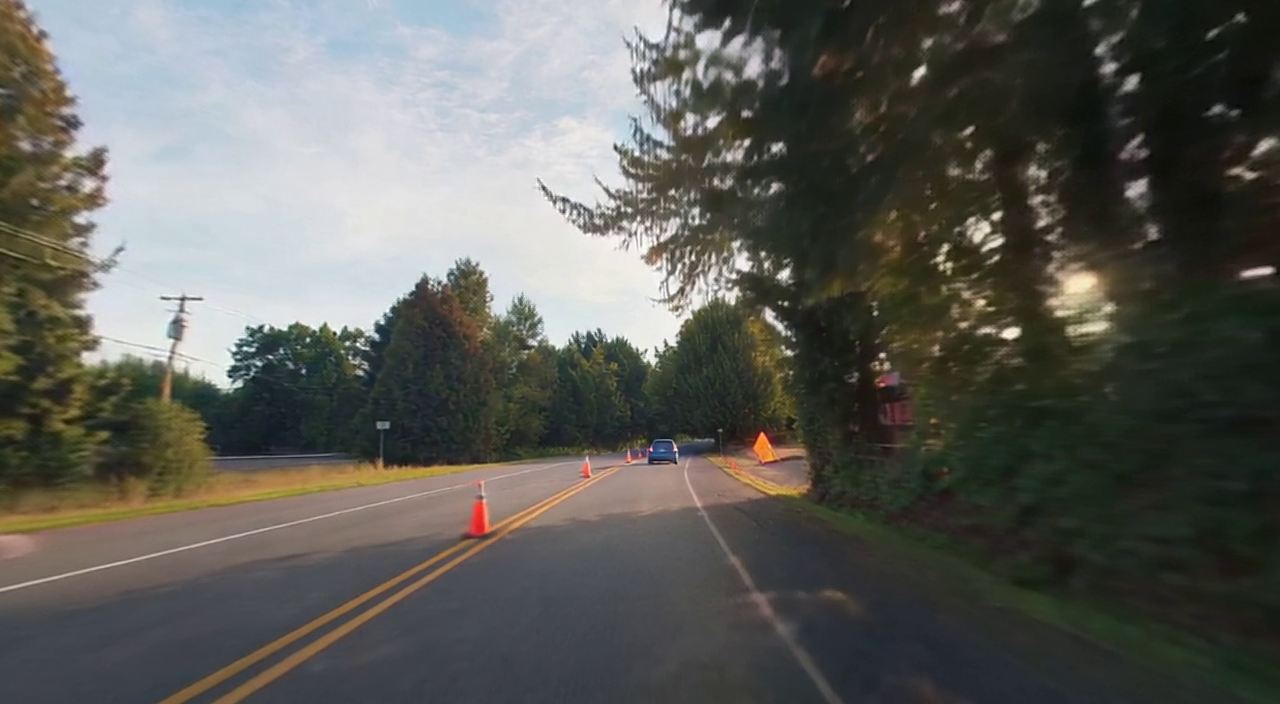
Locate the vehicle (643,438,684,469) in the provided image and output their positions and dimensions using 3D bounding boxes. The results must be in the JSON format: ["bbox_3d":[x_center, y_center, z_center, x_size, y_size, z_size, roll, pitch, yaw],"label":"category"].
[{"bbox_3d":[1.245,5.254,32.720,2.042,1.489,3.963,0,-9,3],"label":"vehicle"}]
